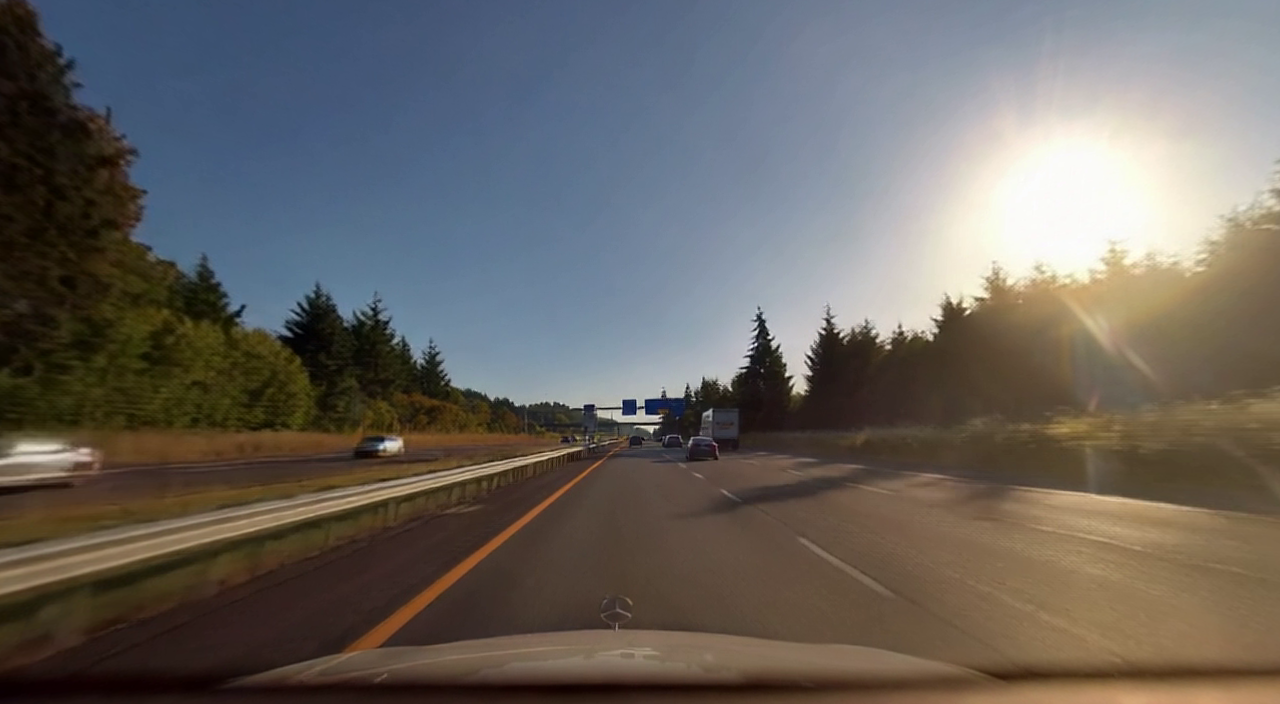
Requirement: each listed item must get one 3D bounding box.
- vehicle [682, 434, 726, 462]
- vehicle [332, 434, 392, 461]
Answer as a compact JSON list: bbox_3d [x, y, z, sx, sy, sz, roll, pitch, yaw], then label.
[{"bbox_3d":[3.678,5.587,36.972,1.986,1.501,4.529,0,-8,-2],"label":"vehicle"},{"bbox_3d":[-17.017,5.835,38.763,1.831,1.586,4.051,0,-8,0],"label":"vehicle"}]
